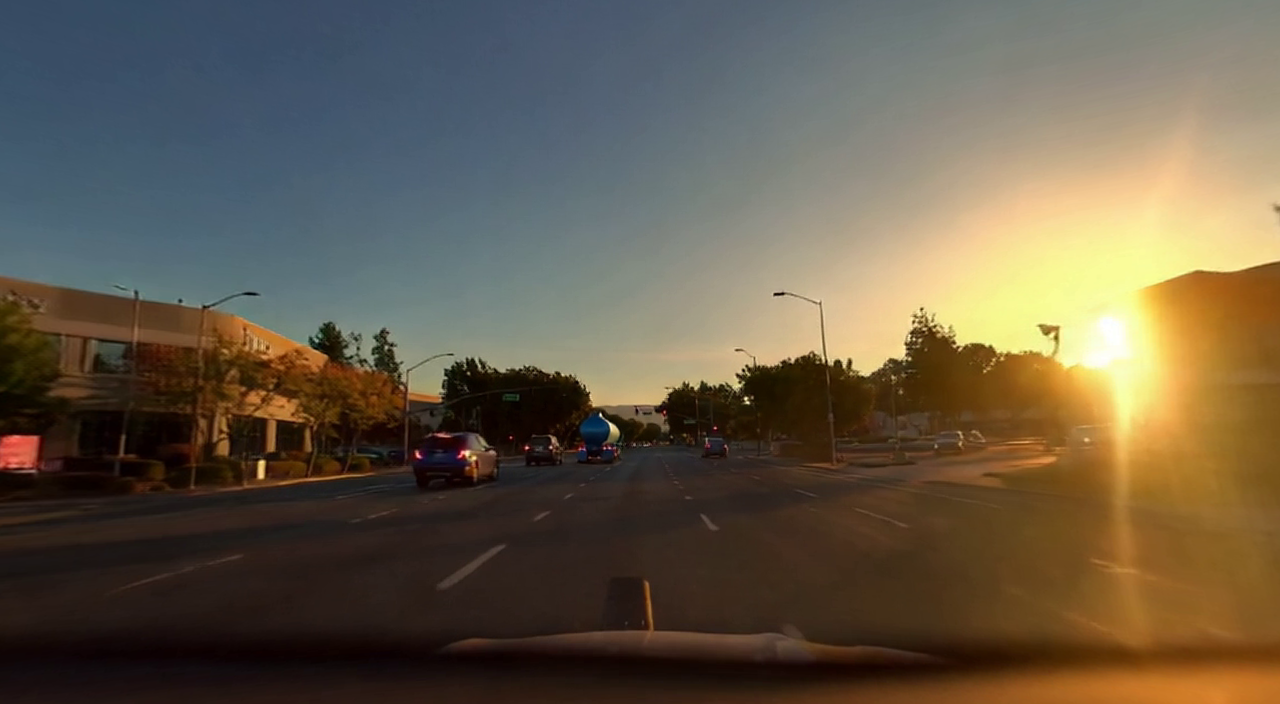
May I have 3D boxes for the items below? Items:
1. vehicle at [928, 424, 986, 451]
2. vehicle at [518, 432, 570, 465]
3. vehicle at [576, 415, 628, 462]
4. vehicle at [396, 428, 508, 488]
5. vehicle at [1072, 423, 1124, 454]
[{"bbox_3d":[23.940,6.447,47.439,2.380,1.890,5.620,-7,-11,42],"label":"vehicle"},{"bbox_3d":[-6.063,6.179,40.551,2.375,1.989,5.497,0,-8,1],"label":"vehicle"},{"bbox_3d":[-2.579,6.624,47.931,2.841,3.004,14.901,0,-8,1],"label":"vehicle"},{"bbox_3d":[-6.101,3.496,21.137,2.179,1.750,4.621,0,-8,2],"label":"vehicle"},{"bbox_3d":[23.659,4.441,32.547,1.924,1.467,4.572,-7,-10,36],"label":"vehicle"}]
